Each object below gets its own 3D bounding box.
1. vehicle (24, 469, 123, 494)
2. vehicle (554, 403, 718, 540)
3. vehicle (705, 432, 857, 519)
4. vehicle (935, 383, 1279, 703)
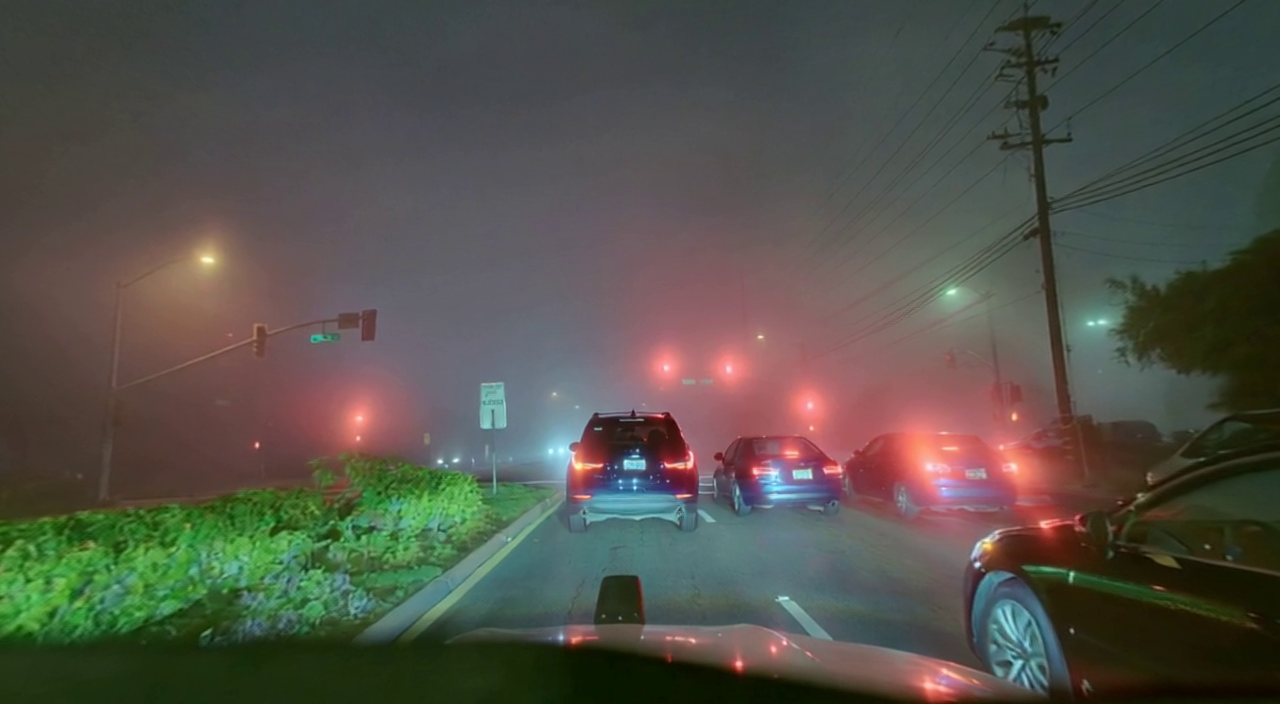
[{"bbox_3d":[-38.244,8.735,42.739,4.569,1.505,1.992,1,-9,-5],"label":"vehicle"},{"bbox_3d":[-0.103,1.994,11.132,2.236,1.856,4.816,0,-9,-1],"label":"vehicle"},{"bbox_3d":[2.684,2.467,13.171,2.025,1.477,4.333,0,-9,-2],"label":"vehicle"},{"bbox_3d":[2.744,0.783,1.481,2.004,1.460,4.297,0,-9,0],"label":"vehicle"}]
